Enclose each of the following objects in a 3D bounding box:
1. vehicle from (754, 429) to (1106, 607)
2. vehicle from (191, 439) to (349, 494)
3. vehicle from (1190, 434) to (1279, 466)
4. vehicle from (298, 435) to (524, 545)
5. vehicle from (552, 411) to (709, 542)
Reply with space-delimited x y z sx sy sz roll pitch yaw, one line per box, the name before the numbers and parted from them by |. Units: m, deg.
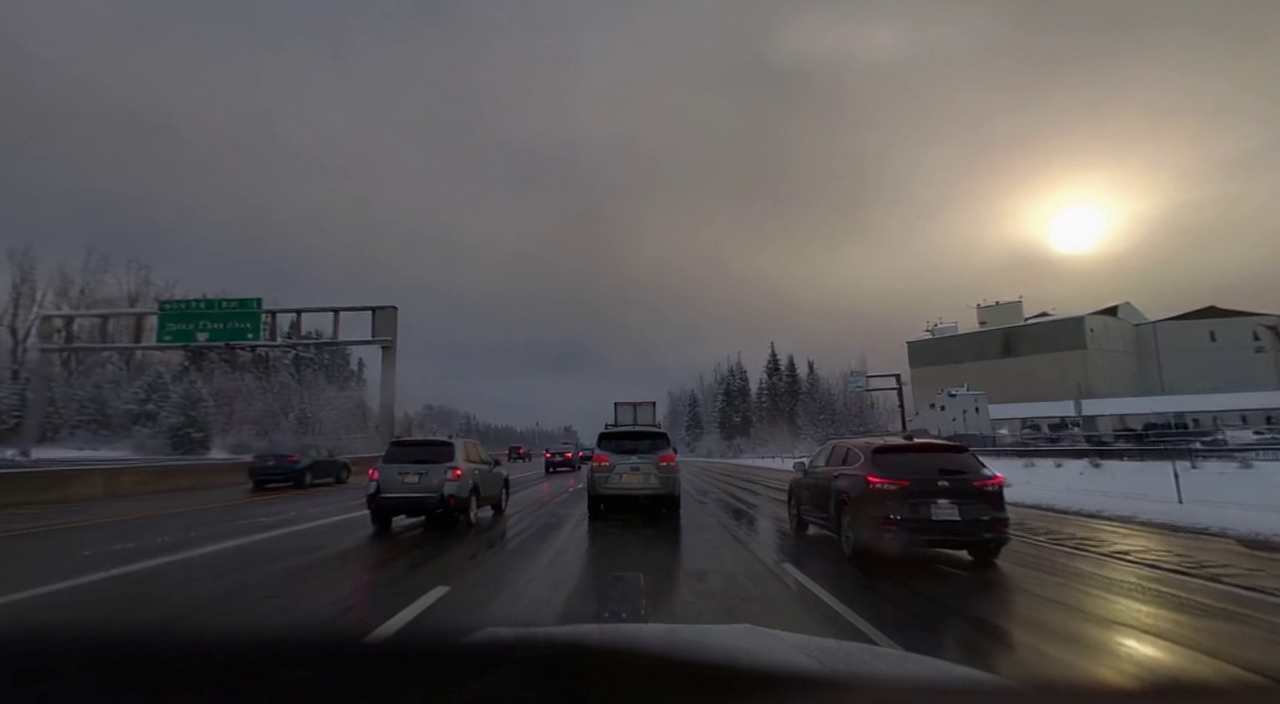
vehicle | 2.859 1.738 7.609 2.018 1.470 4.491 0 -9 -1
vehicle | -11.146 3.475 19.512 1.930 1.485 4.765 0 -9 1
vehicle | 31.806 5.098 32.837 1.805 1.536 4.325 3 -9 -19
vehicle | -3.512 2.202 10.793 2.132 1.464 4.481 0 -9 1
vehicle | -0.145 2.011 10.674 2.152 1.779 3.924 0 -9 0
